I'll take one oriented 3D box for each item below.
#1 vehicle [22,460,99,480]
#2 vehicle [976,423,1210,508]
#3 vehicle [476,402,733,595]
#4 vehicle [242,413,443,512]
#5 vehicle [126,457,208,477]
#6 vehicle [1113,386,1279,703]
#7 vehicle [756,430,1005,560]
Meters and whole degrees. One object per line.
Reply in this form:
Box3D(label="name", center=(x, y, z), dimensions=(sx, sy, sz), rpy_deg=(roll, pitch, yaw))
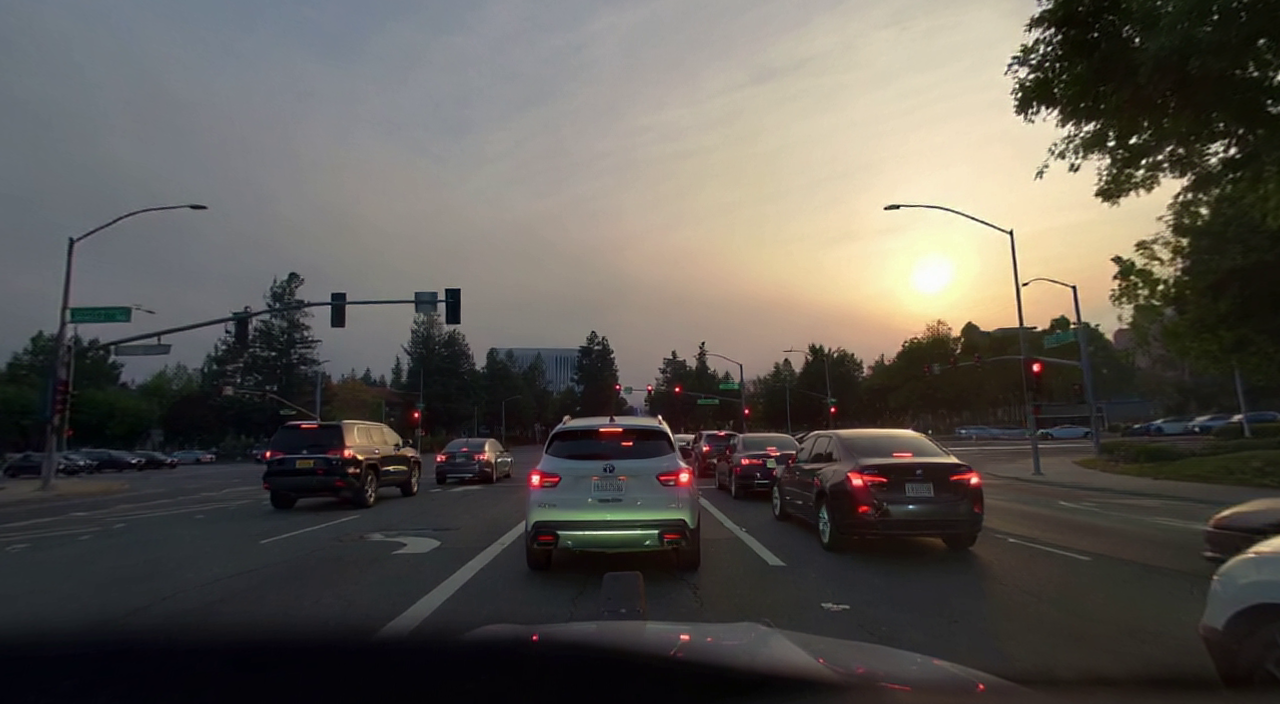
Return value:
Box3D(label="vehicle", center=(-45.611, 9.286, 49.454), dimensions=(4.232, 1.498, 1.791), rpy_deg=(0, -8, 1))
Box3D(label="vehicle", center=(9.913, 2.511, 14.320), dimensions=(2.085, 1.631, 4.337), rpy_deg=(0, -8, 0))
Box3D(label="vehicle", center=(-0.301, 1.593, 7.637), dimensions=(2.256, 1.694, 4.055), rpy_deg=(0, -8, 0))
Box3D(label="vehicle", center=(-6.699, 2.561, 15.008), dimensions=(2.214, 1.953, 5.017), rpy_deg=(0, -8, 1))
Box3D(label="vehicle", center=(-37.258, 9.065, 49.518), dimensions=(4.914, 1.487, 1.850), rpy_deg=(0, -8, 0))
Box3D(label="vehicle", center=(3.312, 0.674, 0.836), dimensions=(1.980, 1.515, 4.362), rpy_deg=(0, -8, 1))
Box3D(label="vehicle", center=(3.173, 1.972, 9.491), dimensions=(1.971, 1.473, 4.495), rpy_deg=(0, -8, 0))
